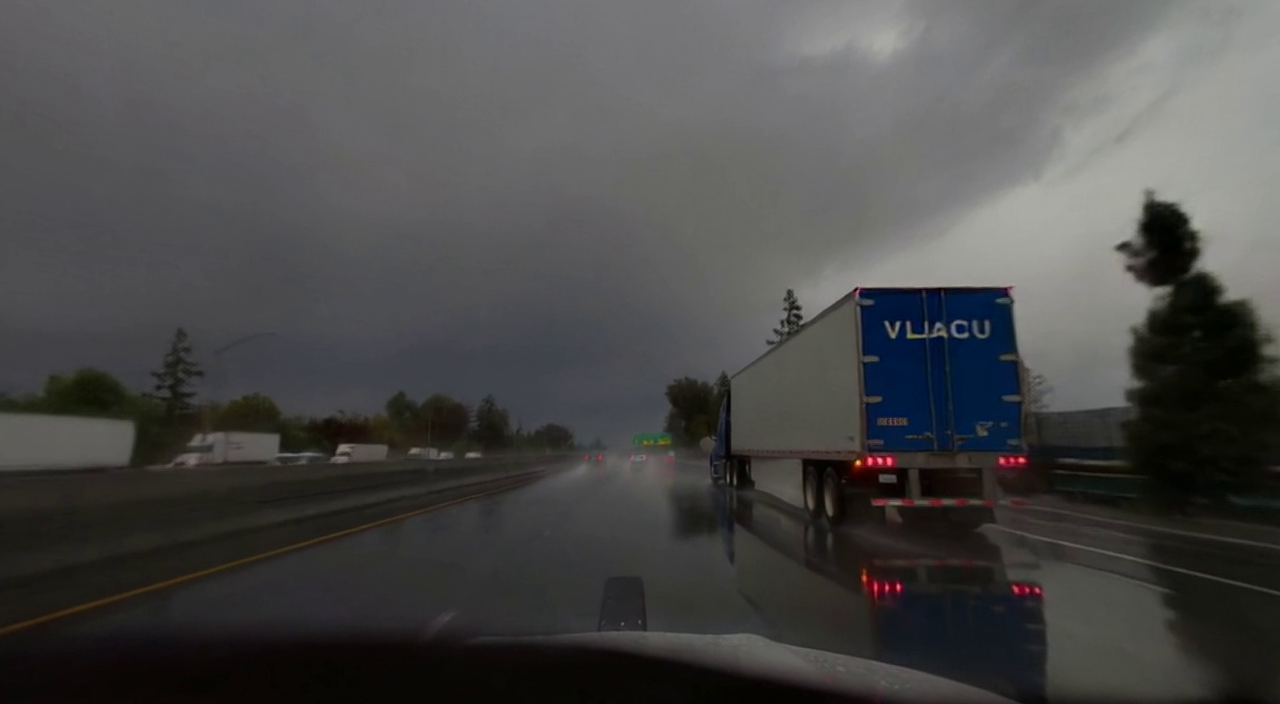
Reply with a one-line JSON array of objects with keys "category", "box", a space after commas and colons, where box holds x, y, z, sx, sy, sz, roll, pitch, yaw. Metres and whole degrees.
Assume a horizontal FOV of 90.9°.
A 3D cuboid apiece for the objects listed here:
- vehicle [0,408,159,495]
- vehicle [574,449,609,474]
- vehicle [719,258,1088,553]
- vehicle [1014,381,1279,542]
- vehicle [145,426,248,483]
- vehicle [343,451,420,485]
[{"category": "vehicle", "box": [-30.817, 4.841, 30.948, 2.831, 3.967, 14.344, 1, -8, 1]}, {"category": "vehicle", "box": [-3.361, 7.717, 44.562, 2.107, 1.626, 4.804, 0, -9, 0]}, {"category": "vehicle", "box": [4.454, 1.754, 15.749, 2.847, 4.075, 14.244, 0, -9, -1]}, {"category": "vehicle", "box": [18.035, 3.533, 20.785, 2.858, 4.111, 14.077, 0, -9, 0]}, {"category": "vehicle", "box": [-30.550, 7.087, 43.783, 2.960, 3.677, 5.863, 1, -9, -4]}, {"category": "vehicle", "box": [-11.878, 5.314, 29.215, 1.759, 1.438, 4.117, 0, -9, 1]}]
